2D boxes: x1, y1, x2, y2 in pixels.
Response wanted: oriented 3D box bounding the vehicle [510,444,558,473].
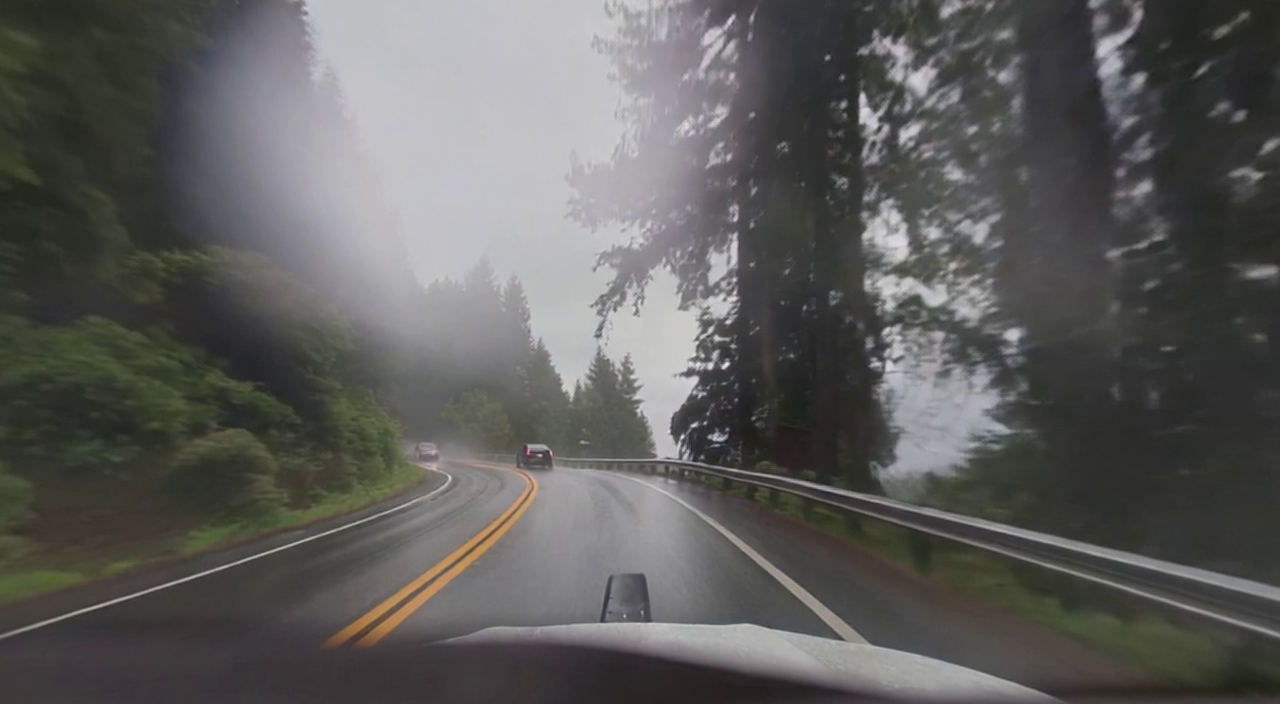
[{"bbox_3d":[-6.176,6.104,36.404,2.120,1.491,4.349,3,-9,-17],"label":"vehicle"}]
